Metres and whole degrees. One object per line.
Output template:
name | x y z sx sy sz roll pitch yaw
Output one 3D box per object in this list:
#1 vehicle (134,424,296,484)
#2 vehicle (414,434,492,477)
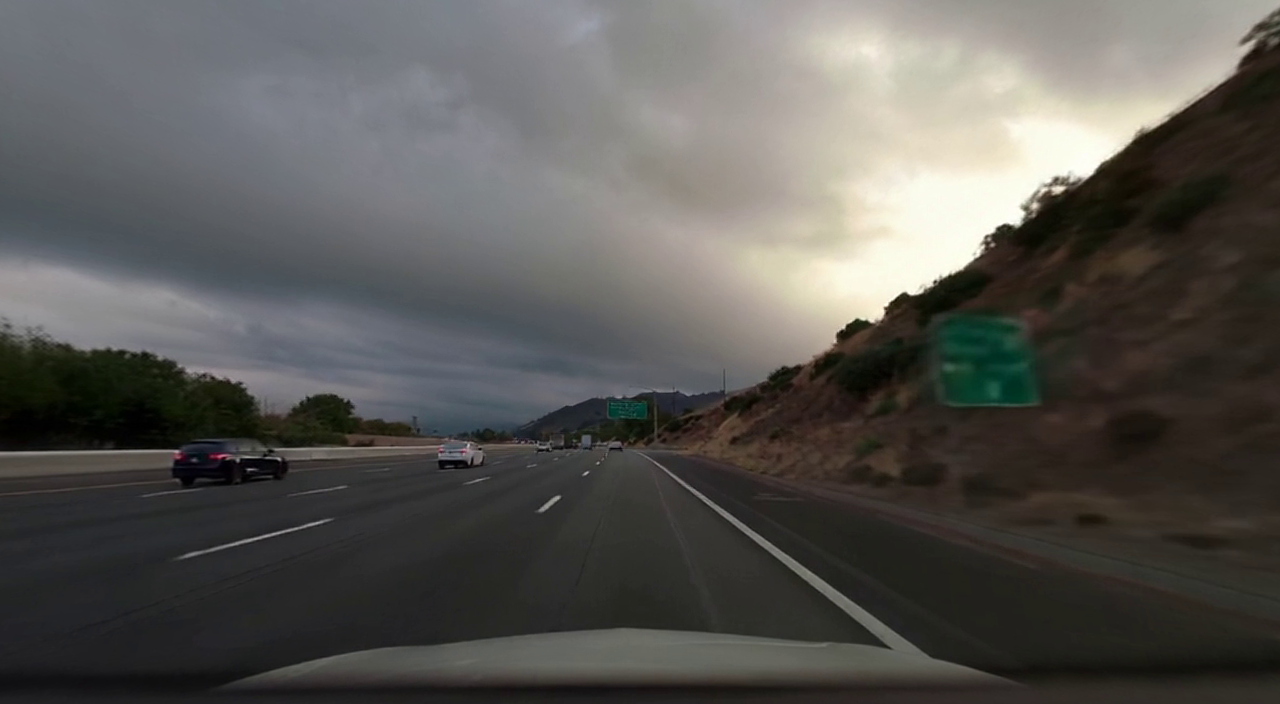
vehicle | -15.450 3.764 23.491 2.240 1.953 5.452 0 -9 -1
vehicle | -8.038 4.488 27.596 2.104 1.715 4.319 0 -9 -1
